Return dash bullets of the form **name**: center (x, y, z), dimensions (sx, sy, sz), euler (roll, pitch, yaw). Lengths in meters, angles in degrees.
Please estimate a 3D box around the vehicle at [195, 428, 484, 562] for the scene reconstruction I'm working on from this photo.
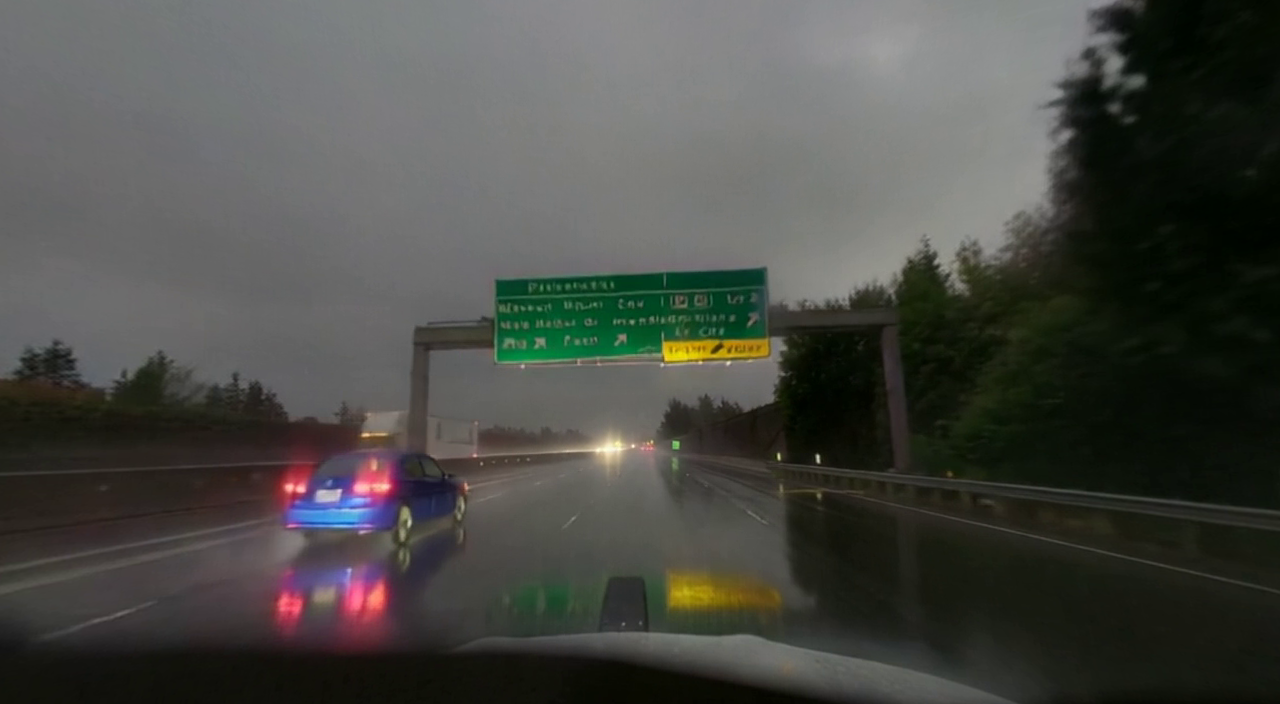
- **vehicle**: center (-4.117, 2.043, 9.771), dimensions (2.160, 1.552, 4.592), euler (0, -9, 1)
